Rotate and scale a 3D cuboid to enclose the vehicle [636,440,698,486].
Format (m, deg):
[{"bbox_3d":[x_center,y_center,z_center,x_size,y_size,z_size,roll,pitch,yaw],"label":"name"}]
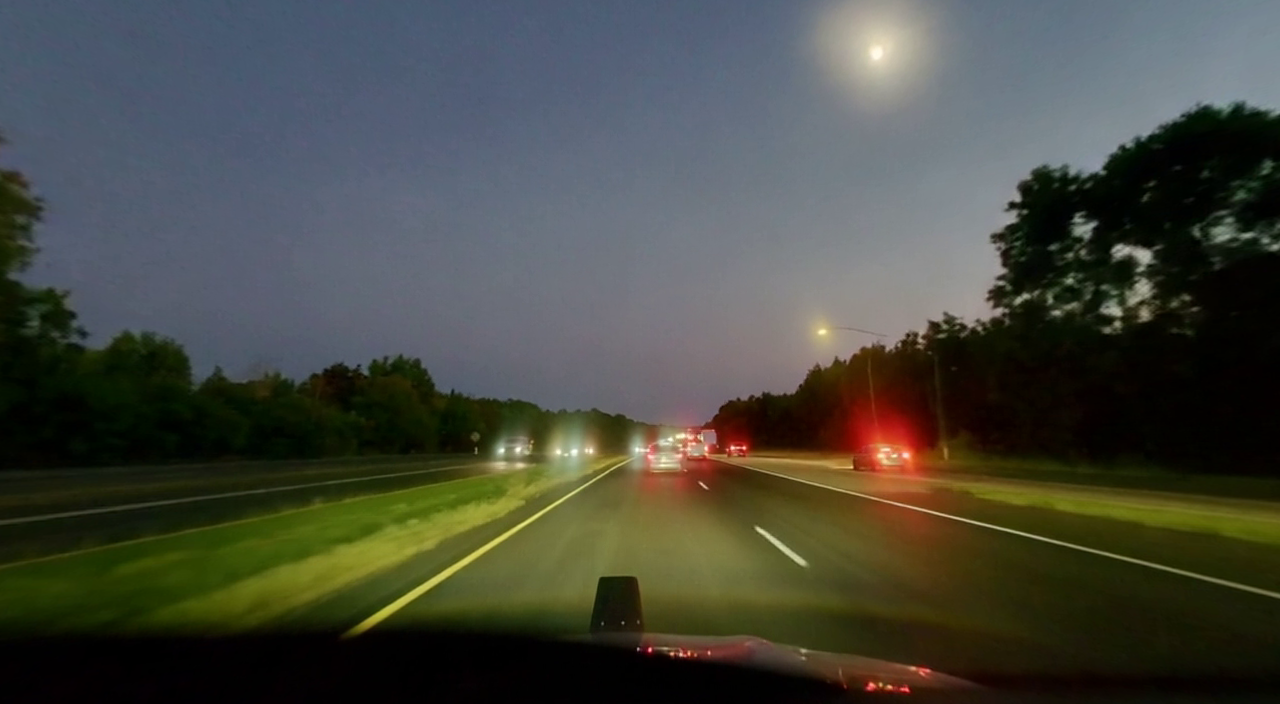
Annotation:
[{"bbox_3d":[0.888,3.968,22.849,2.053,1.483,4.185,0,-9,0],"label":"vehicle"}]

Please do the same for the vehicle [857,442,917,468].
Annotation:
[{"bbox_3d":[14.863,6.233,38.108,1.926,1.483,3.528,0,-9,-4],"label":"vehicle"}]
